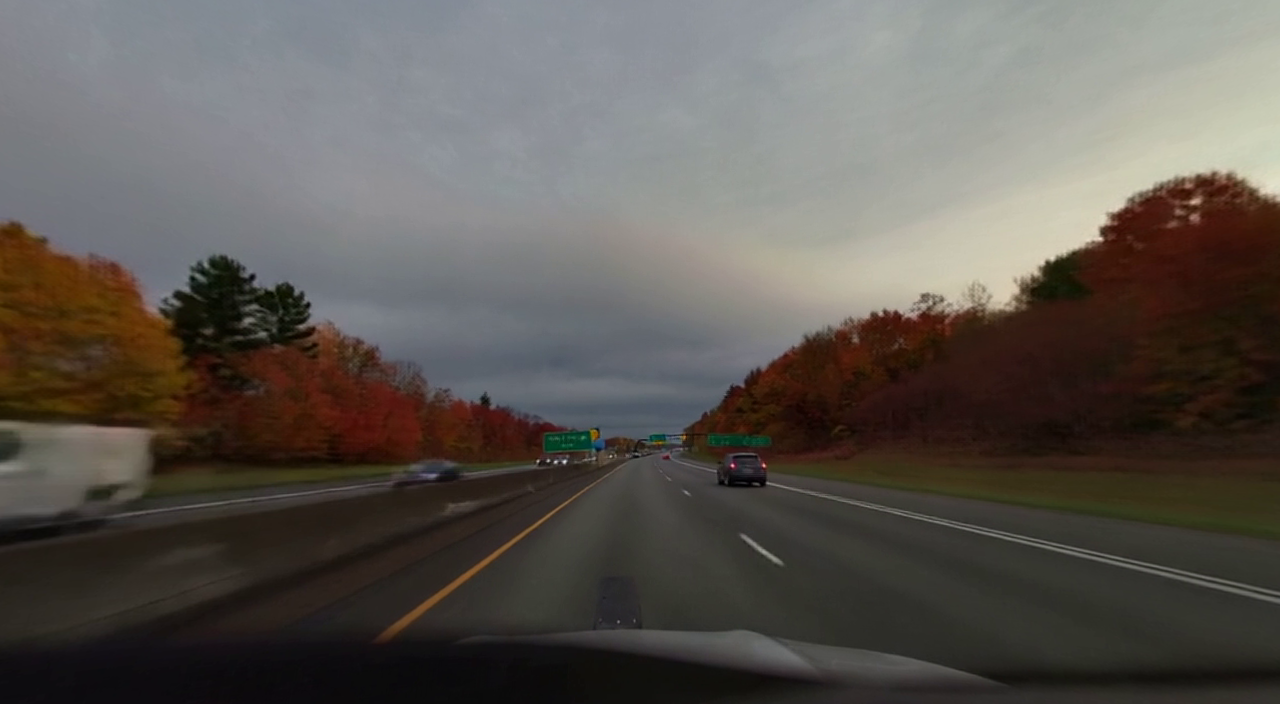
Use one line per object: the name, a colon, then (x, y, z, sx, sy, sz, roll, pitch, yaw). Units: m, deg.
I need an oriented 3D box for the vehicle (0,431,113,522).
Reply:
vehicle: (-12.981, 2.373, 11.921, 1.988, 1.689, 4.482, 0, -9, 0)

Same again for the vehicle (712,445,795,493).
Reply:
vehicle: (4.028, 4.238, 23.050, 2.070, 1.546, 4.648, 0, -9, -1)

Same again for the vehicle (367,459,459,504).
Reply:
vehicle: (-8.629, 4.935, 24.283, 1.911, 1.493, 4.427, 0, -9, 0)
